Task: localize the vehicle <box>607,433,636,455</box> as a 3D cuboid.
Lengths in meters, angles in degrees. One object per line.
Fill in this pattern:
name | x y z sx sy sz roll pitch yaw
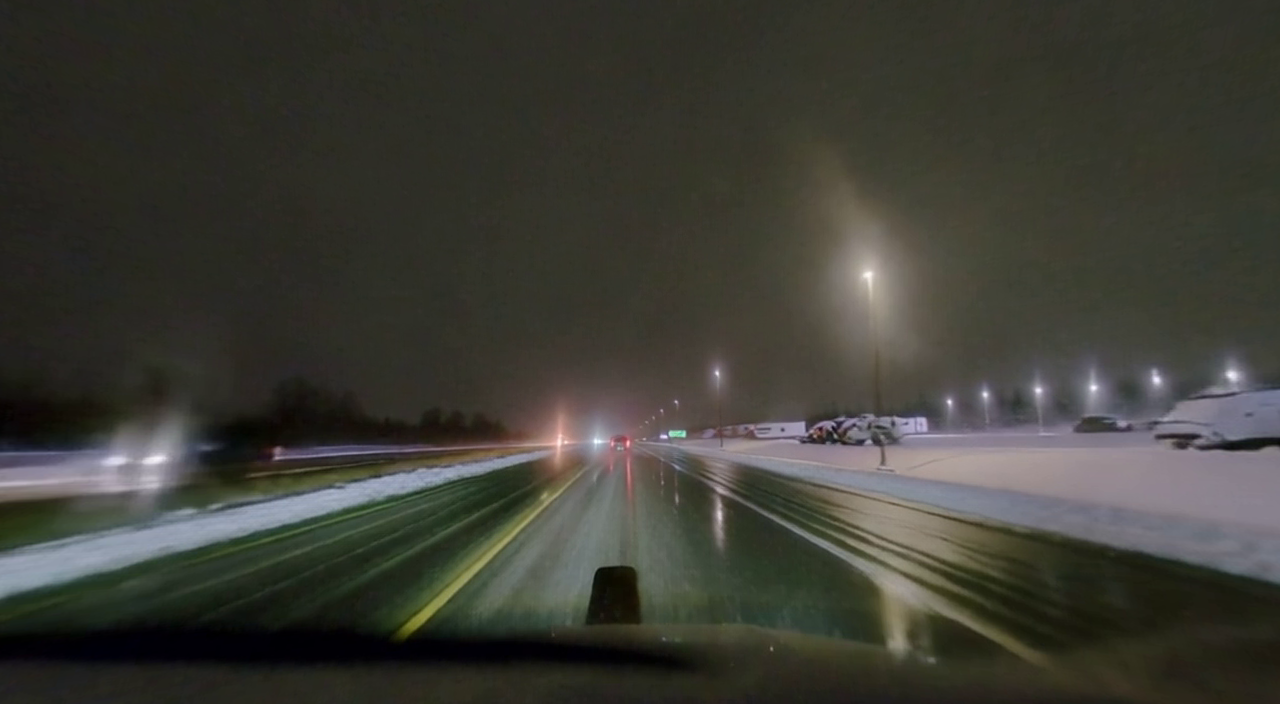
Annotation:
vehicle | -1.370 6.733 46.220 2.037 1.504 4.248 0 -8 -2
